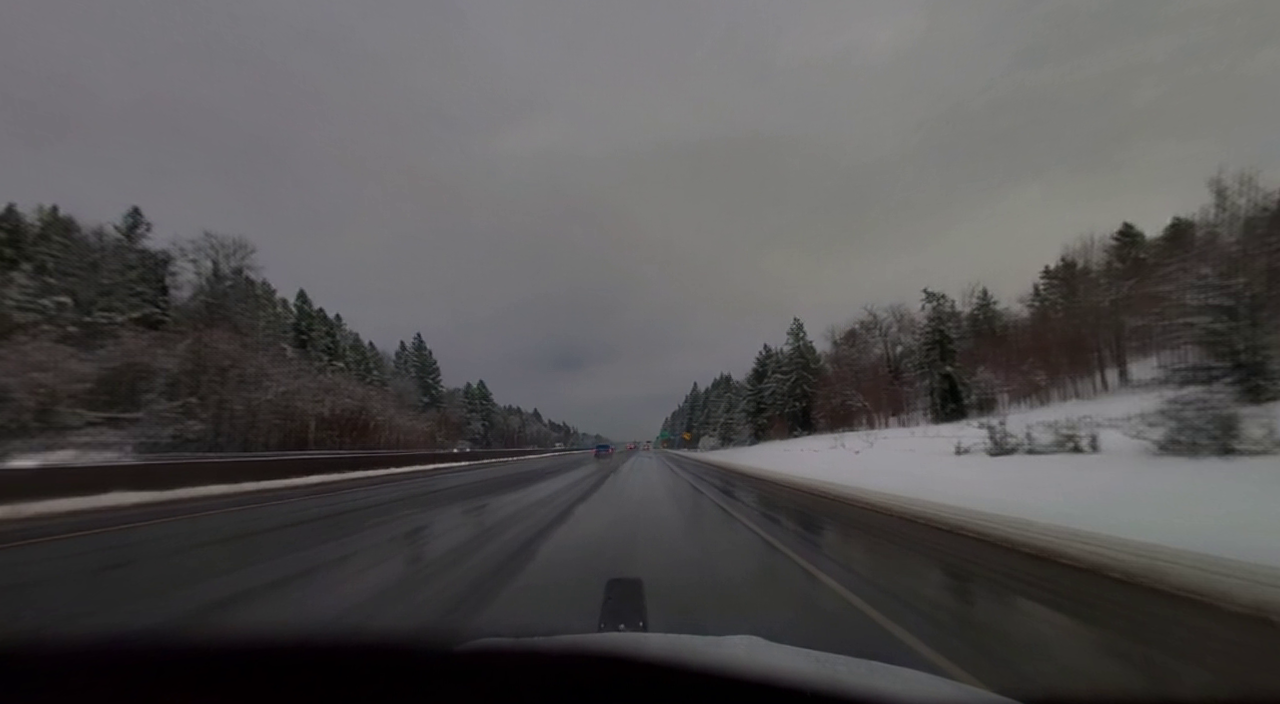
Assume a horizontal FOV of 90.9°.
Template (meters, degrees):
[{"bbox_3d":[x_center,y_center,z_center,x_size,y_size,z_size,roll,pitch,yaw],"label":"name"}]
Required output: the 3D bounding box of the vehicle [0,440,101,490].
[{"bbox_3d":[-20.946,3.676,20.774,1.962,1.549,4.878,0,-8,2],"label":"vehicle"}]
